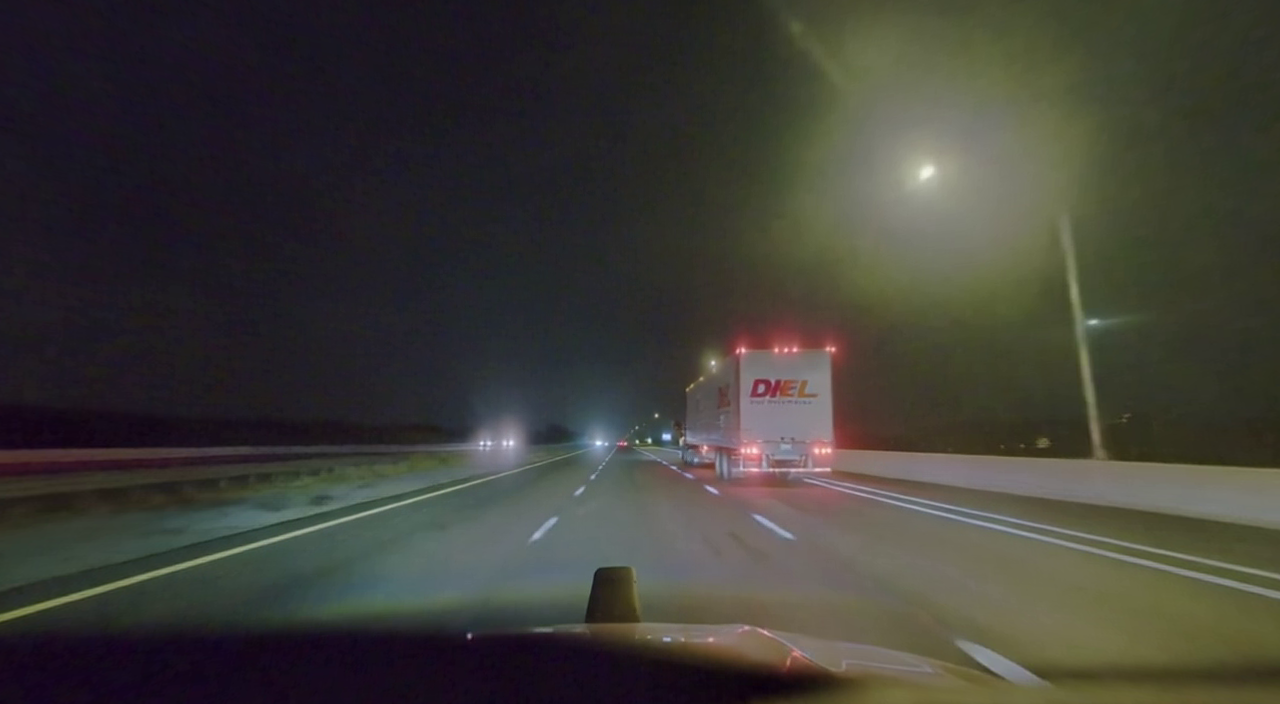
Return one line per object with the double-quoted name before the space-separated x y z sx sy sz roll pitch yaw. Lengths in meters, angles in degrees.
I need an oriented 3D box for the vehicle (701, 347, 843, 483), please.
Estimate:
"vehicle" 4.226 2.387 22.438 2.880 3.918 8.254 0 -8 -2
